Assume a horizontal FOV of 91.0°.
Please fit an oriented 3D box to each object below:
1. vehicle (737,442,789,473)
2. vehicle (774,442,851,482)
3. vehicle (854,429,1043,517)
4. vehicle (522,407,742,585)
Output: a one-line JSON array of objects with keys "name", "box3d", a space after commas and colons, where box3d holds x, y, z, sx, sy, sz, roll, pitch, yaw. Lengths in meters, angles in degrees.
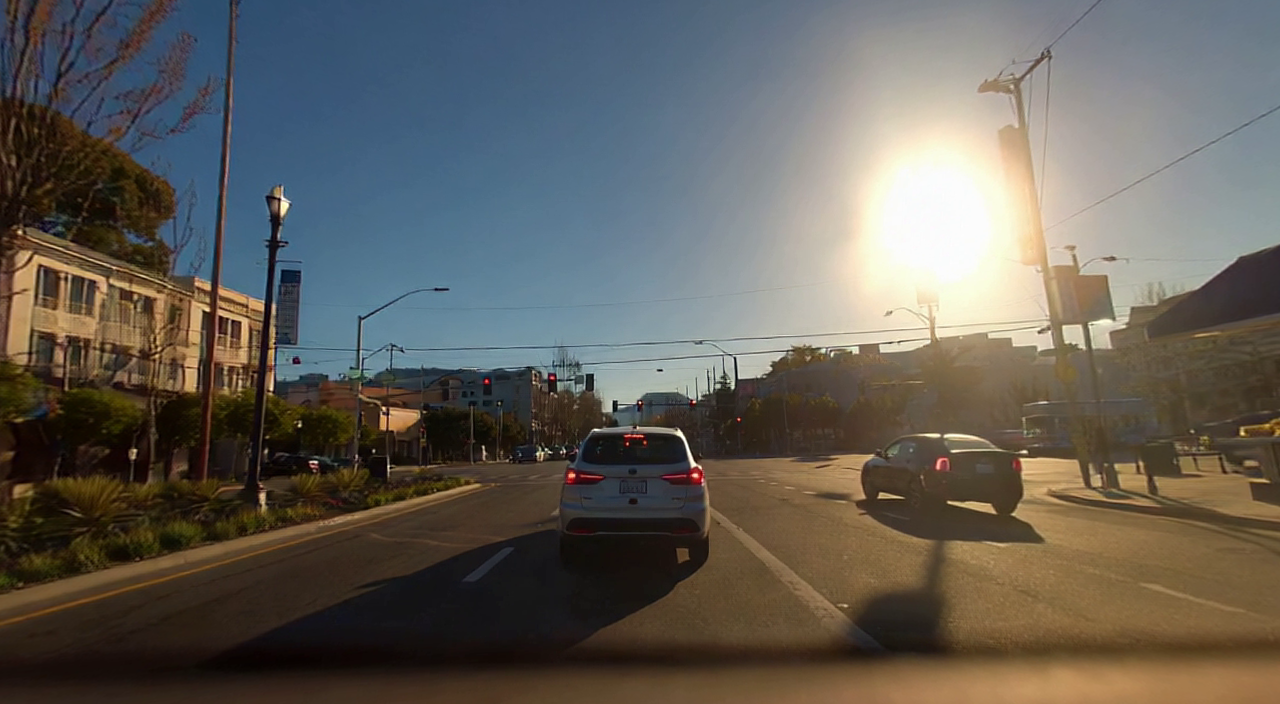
[{"name": "vehicle", "box3d": [6.264, 5.453, 32.630, 1.961, 1.477, 4.454, 0, -8, 2]}, {"name": "vehicle", "box3d": [6.844, 4.401, 25.430, 1.833, 1.452, 4.237, 0, -8, -1]}, {"name": "vehicle", "box3d": [6.708, 2.671, 14.431, 2.072, 1.652, 4.611, 0, -8, 1]}, {"name": "vehicle", "box3d": [-0.063, 1.688, 8.117, 2.115, 1.700, 3.901, 0, -8, 1]}]
